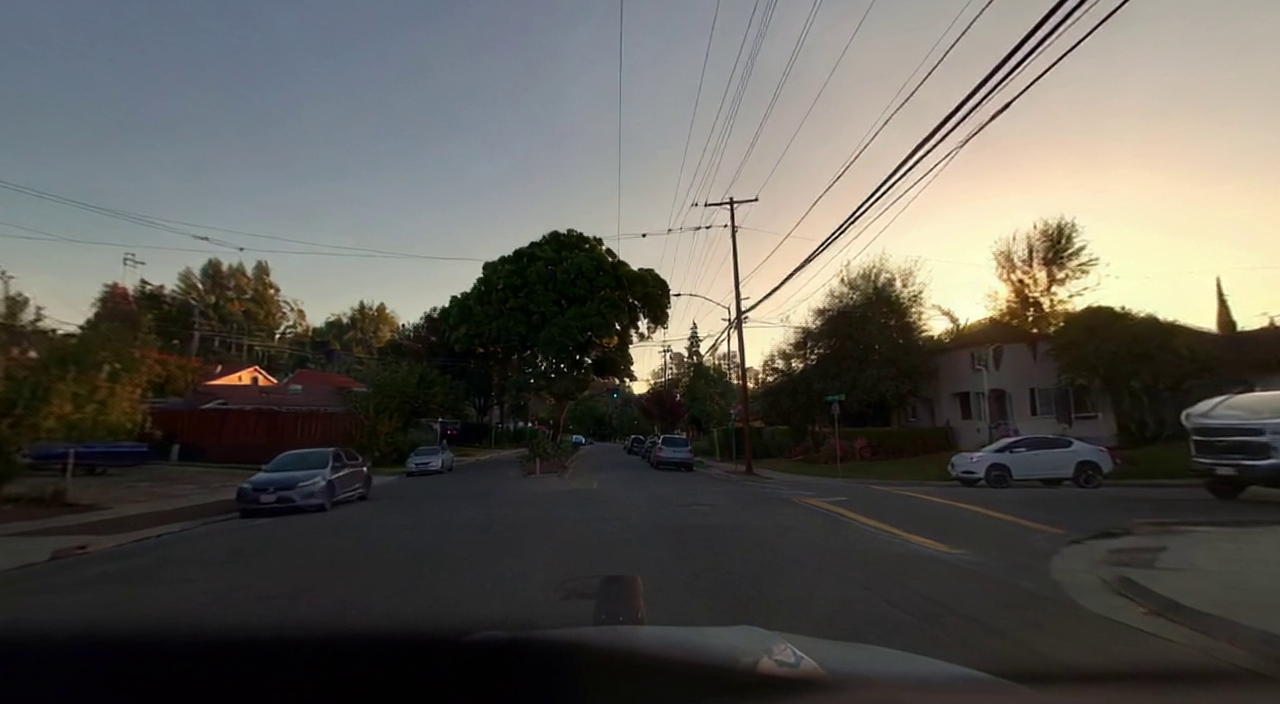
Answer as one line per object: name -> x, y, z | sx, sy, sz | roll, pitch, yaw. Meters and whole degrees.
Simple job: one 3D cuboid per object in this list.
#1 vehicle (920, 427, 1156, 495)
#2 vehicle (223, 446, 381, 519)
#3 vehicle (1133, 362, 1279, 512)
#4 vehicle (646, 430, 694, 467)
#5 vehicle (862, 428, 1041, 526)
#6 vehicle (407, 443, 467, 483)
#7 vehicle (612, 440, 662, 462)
vehicle -> 12.342, 3.426, 20.001 | 5.757, 1.978, 2.362 | 0, -9, 3
vehicle -> -7.878, 3.021, 15.259 | 1.997, 1.456, 4.319 | 1, -9, -9
vehicle -> 18.893, 2.170, 16.218 | 10.500, 3.344, 2.906 | 1, -9, -7
vehicle -> 1.669, 5.734, 37.678 | 2.173, 1.992, 5.891 | 1, -9, -4
vehicle -> 6.445, 2.437, 12.874 | 1.944, 1.636, 4.140 | -8, -12, 44
vehicle -> -8.378, 4.472, 25.798 | 2.033, 1.477, 4.626 | 3, -9, -21
vehicle -> -0.285, 7.118, 45.432 | 1.856, 1.512, 4.292 | 4, -10, -26
